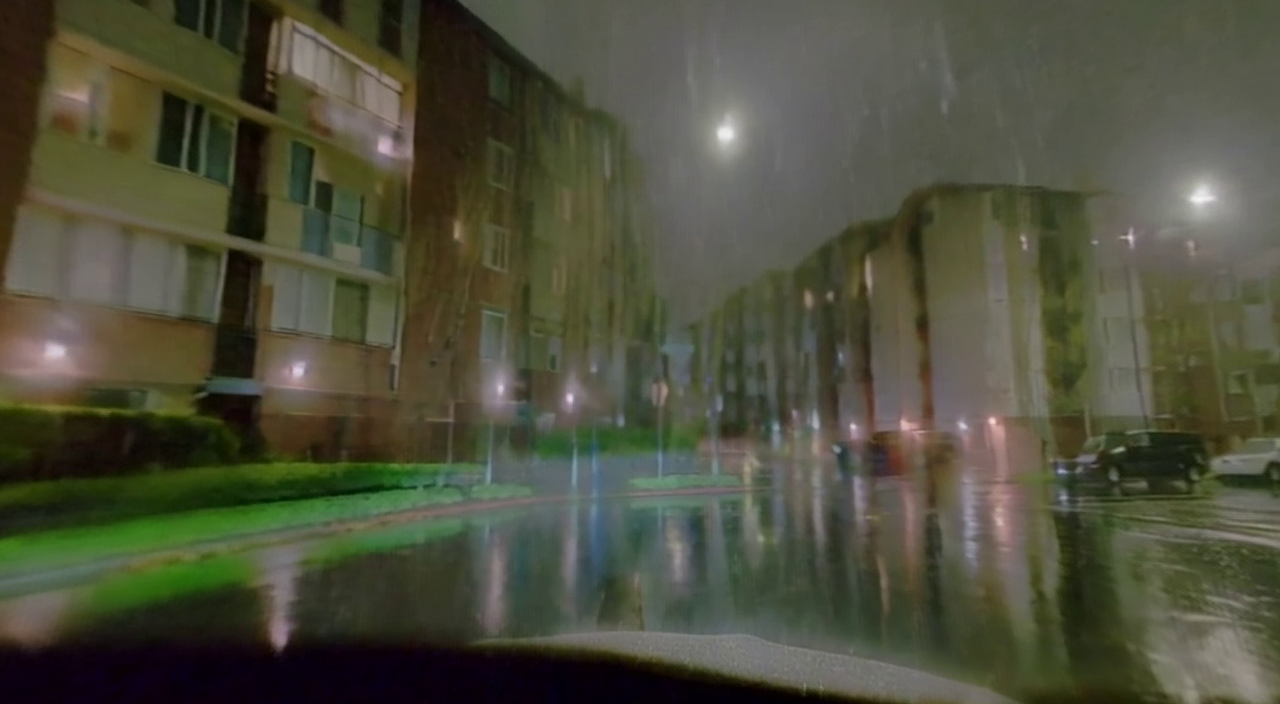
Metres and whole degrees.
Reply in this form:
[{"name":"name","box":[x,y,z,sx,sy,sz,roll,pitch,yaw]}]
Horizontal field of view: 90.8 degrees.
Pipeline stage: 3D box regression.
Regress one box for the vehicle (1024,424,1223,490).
[{"name":"vehicle","box":[14.009,3.025,18.423,4.584,1.744,1.946,2,-9,-12]}]

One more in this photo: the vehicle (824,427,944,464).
[{"name":"vehicle","box":[10.200,3.904,26.422,4.714,1.458,1.812,4,-9,-24]}]

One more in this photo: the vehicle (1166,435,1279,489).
[{"name":"vehicle","box":[19.067,3.320,19.362,4.696,1.478,1.902,1,-9,-13]}]
